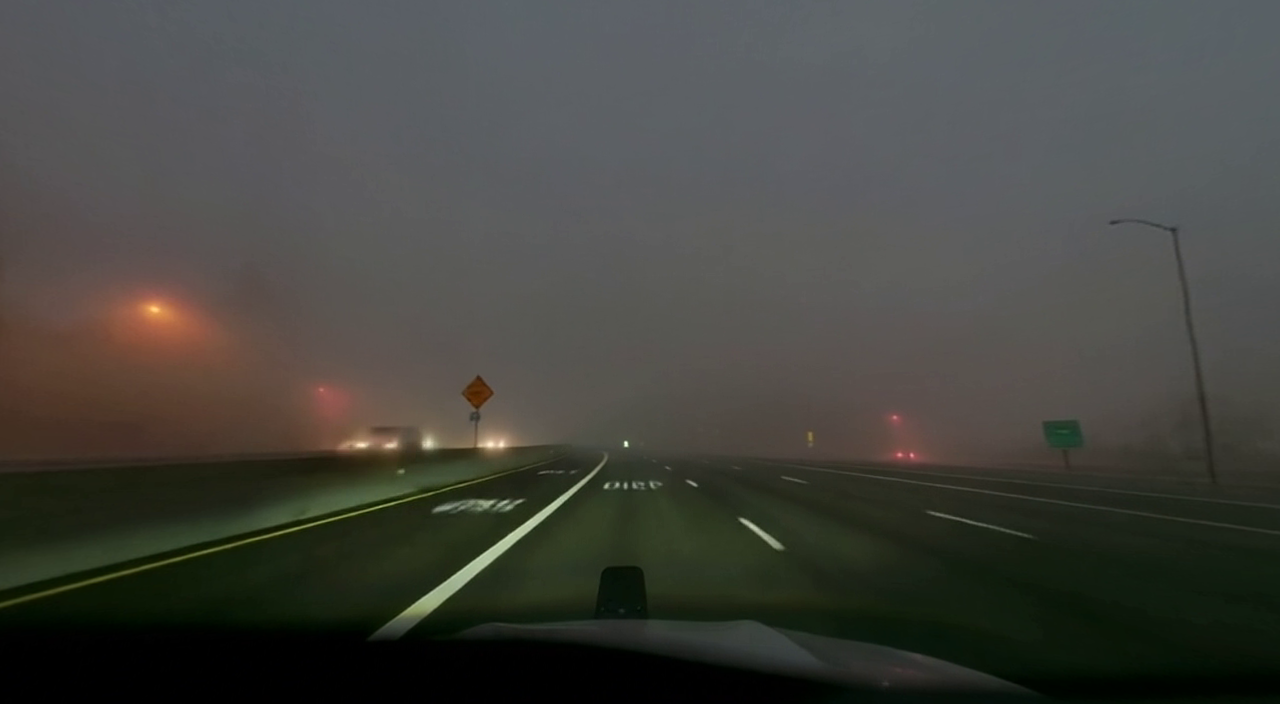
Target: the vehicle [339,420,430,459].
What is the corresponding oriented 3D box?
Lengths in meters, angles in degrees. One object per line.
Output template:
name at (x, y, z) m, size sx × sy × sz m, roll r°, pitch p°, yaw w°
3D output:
vehicle at (-13.250, 4.636, 33.250) m, size 2.342 × 1.855 × 5.974 m, roll 0°, pitch -8°, yaw -1°
